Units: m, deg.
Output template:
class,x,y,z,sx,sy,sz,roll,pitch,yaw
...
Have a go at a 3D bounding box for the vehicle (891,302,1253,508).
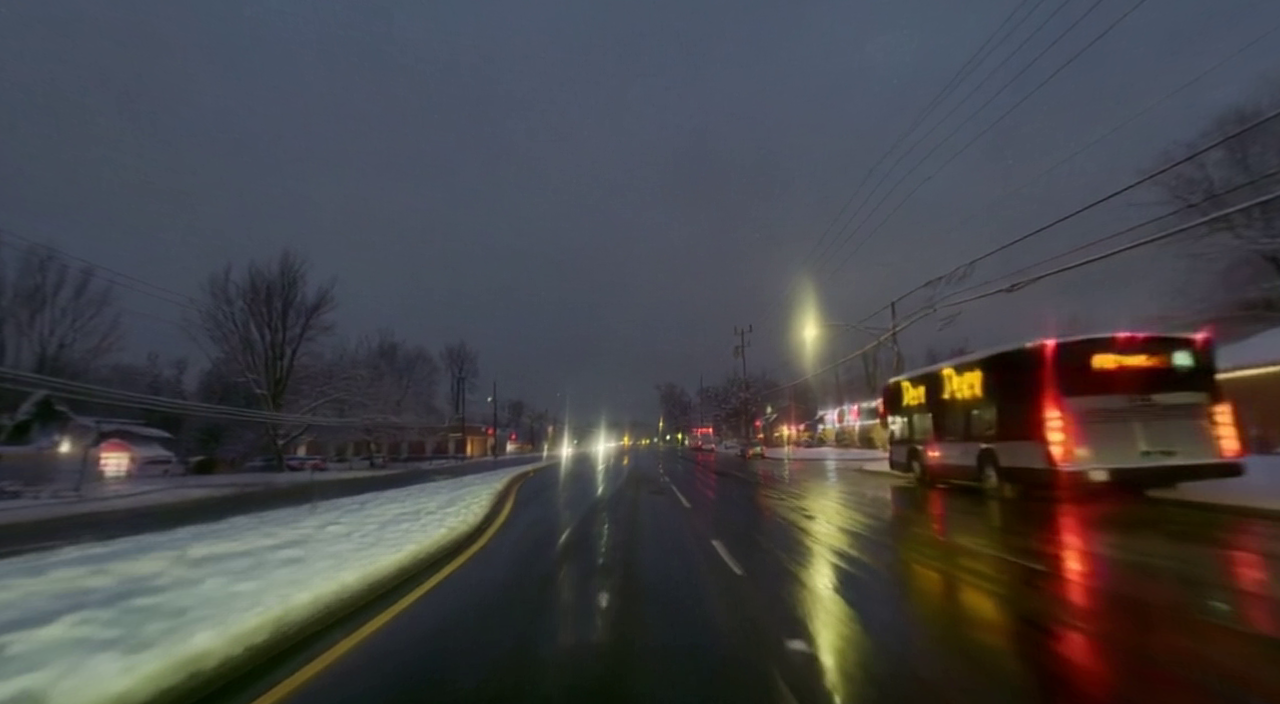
class,x,y,z,sx,sy,sz,roll,pitch,yaw
vehicle,9.784,1.580,16.168,3.017,3.888,8.508,0,-8,-1
